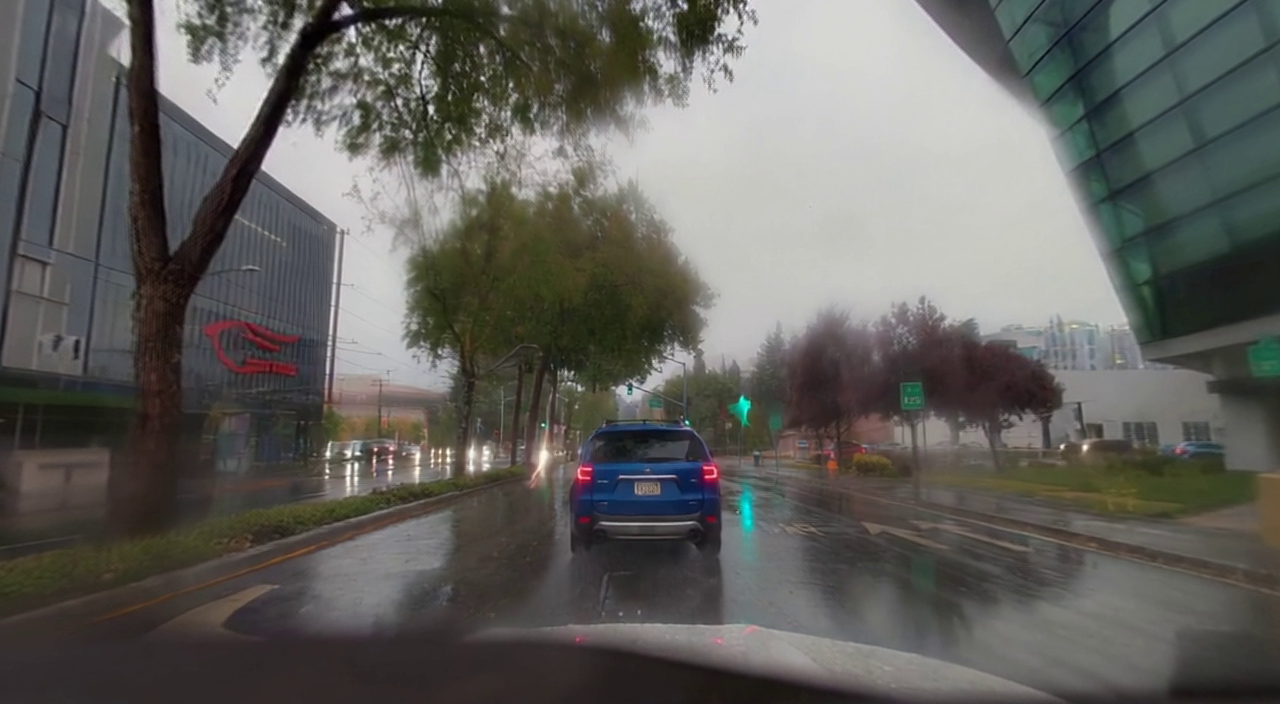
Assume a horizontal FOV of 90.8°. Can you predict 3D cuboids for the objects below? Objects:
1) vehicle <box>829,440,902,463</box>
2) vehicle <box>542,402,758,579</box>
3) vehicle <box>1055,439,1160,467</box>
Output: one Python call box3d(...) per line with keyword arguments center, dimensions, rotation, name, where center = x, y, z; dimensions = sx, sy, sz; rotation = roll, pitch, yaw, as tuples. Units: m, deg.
box3d(center=(15.916, 7.048, 44.678), dimensions=(4.422, 1.563, 1.751), rotation=(0, -8, -2), name="vehicle")
box3d(center=(0.007, 1.698, 8.490), dimensions=(2.183, 1.765, 4.059), rotation=(0, -8, -3), name="vehicle")
box3d(center=(27.827, 6.006, 37.709), dimensions=(4.571, 1.558, 2.171), rotation=(0, -8, -2), name="vehicle")
